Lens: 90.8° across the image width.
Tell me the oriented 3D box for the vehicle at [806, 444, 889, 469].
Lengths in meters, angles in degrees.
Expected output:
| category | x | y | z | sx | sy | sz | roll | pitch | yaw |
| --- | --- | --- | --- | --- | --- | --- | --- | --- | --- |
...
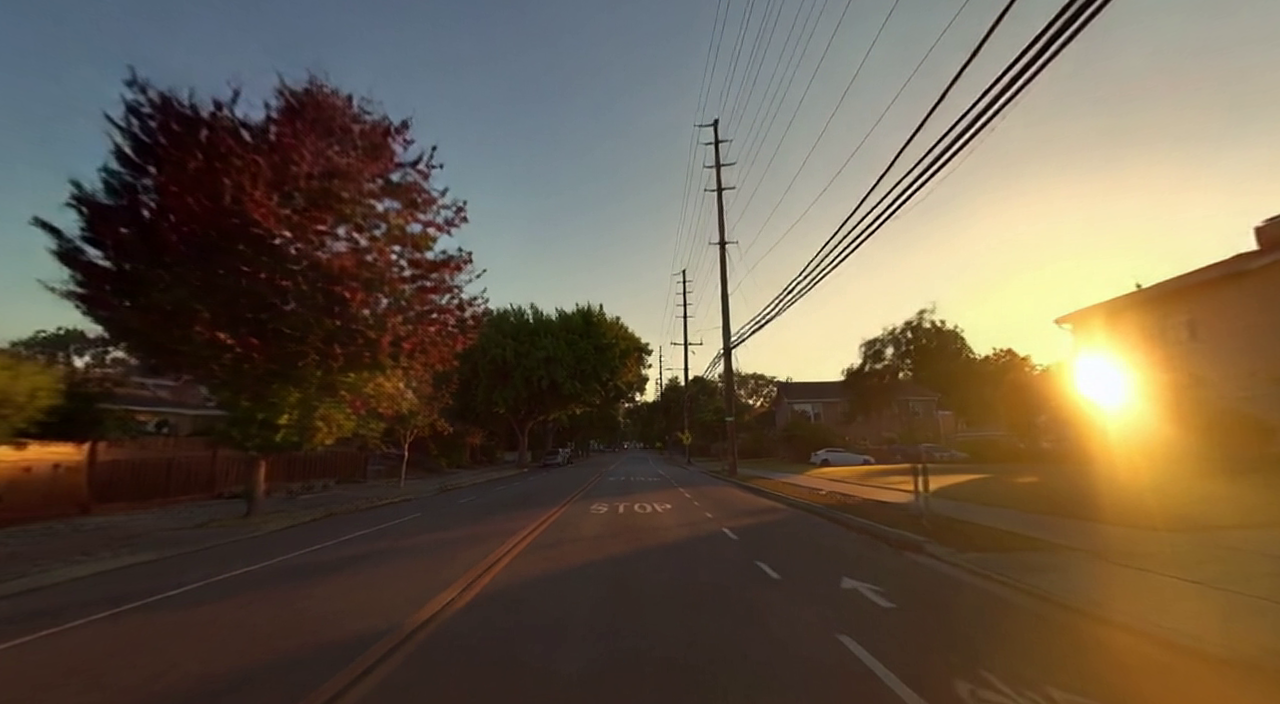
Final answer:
| category | x | y | z | sx | sy | sz | roll | pitch | yaw |
| --- | --- | --- | --- | --- | --- | --- | --- | --- | --- |
| vehicle | 13.561 | 6.834 | 41.382 | 4.624 | 1.420 | 2.045 | -1 | -9 | -6 |
